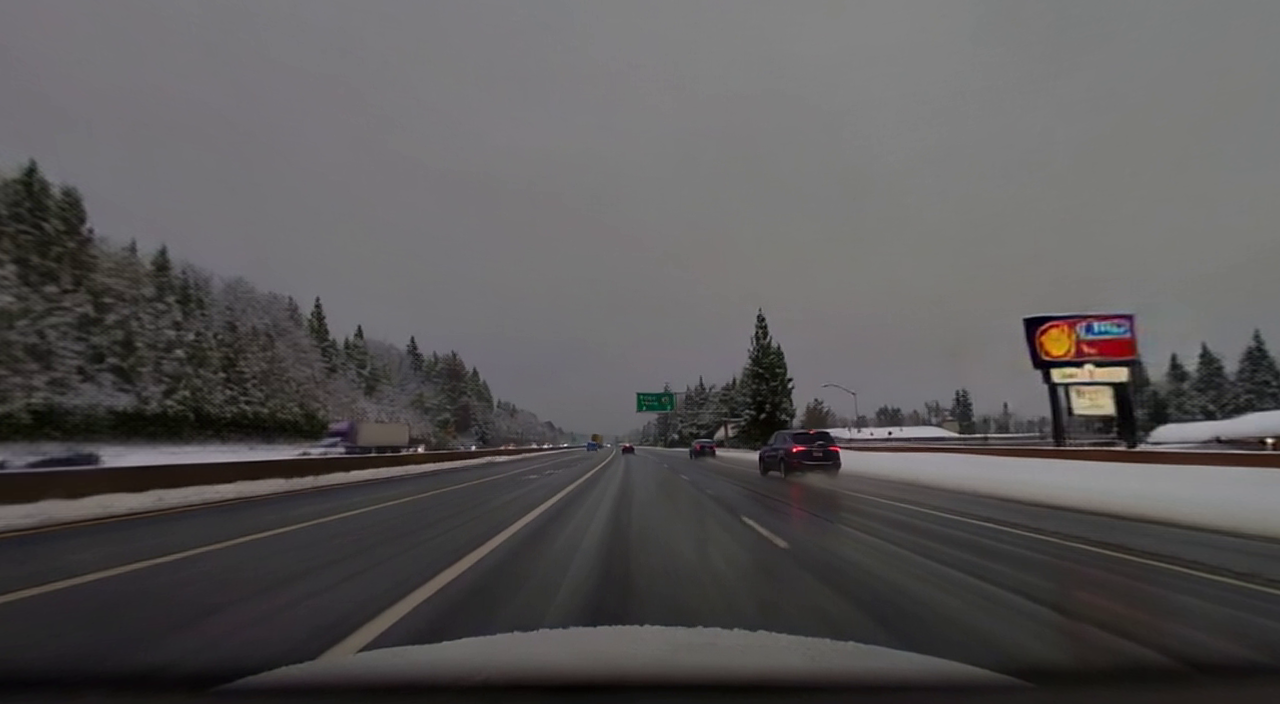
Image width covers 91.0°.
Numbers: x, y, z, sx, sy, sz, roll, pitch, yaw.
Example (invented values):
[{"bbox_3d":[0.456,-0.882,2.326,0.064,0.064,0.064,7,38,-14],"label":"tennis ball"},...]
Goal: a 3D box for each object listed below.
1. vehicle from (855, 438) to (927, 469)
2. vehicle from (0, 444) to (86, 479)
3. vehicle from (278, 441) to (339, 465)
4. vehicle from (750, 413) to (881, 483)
[{"bbox_3d":[13.960,5.659,35.352,2.072,1.611,4.387,0,-8,-2],"label":"vehicle"},{"bbox_3d":[-28.469,4.975,28.845,1.817,1.481,4.725,0,-8,-1],"label":"vehicle"},{"bbox_3d":[-25.205,7.692,48.031,2.122,1.705,4.736,0,-8,-1],"label":"vehicle"},{"bbox_3d":[6.617,3.816,25.242,2.779,2.339,8.073,0,-8,-1],"label":"vehicle"}]
